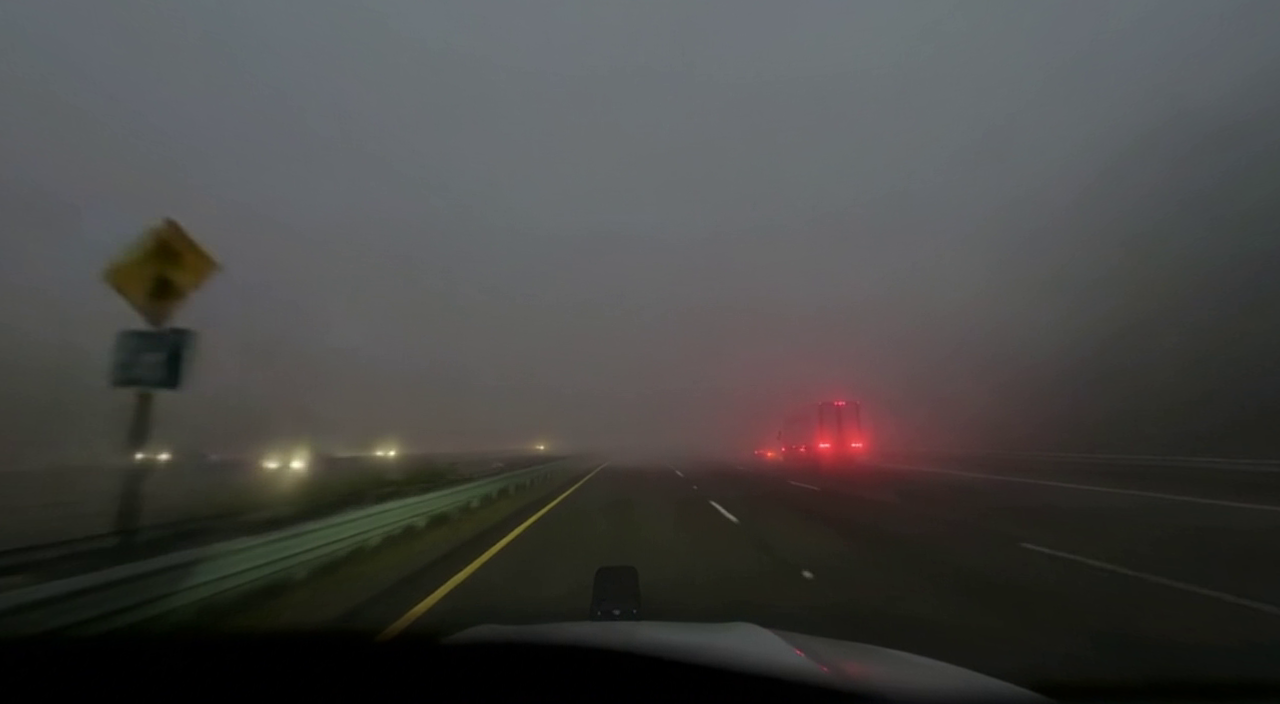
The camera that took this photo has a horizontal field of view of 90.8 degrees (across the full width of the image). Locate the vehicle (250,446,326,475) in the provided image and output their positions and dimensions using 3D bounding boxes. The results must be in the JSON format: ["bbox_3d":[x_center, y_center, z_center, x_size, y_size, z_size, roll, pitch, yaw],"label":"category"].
[{"bbox_3d":[-20.049,6.151,36.175,1.890,1.547,4.069,0,-8,1],"label":"vehicle"}]
